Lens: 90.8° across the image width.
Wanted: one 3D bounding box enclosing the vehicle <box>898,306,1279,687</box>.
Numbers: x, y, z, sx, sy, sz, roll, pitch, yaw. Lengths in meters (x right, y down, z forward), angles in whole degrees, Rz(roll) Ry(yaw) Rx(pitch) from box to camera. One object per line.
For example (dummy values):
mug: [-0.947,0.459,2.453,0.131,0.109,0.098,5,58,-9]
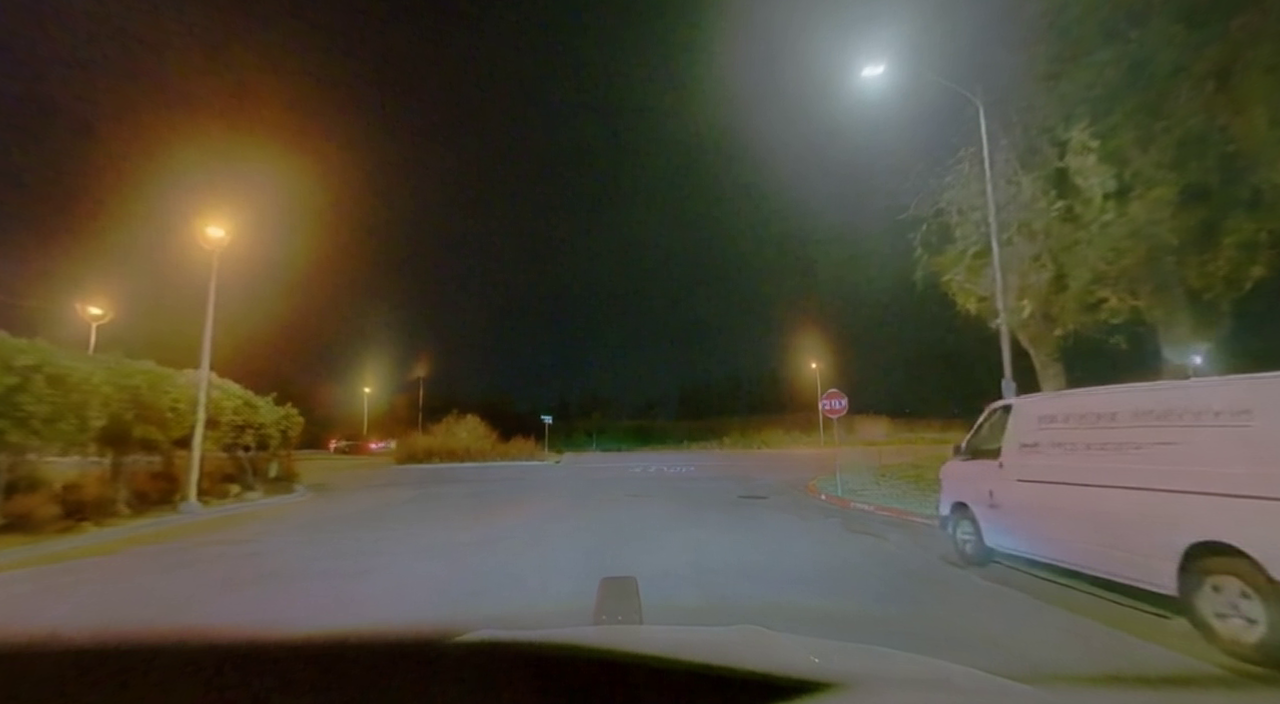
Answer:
vehicle: [5.016,1.106,5.470,2.659,2.245,5.991,1,-8,-4]
